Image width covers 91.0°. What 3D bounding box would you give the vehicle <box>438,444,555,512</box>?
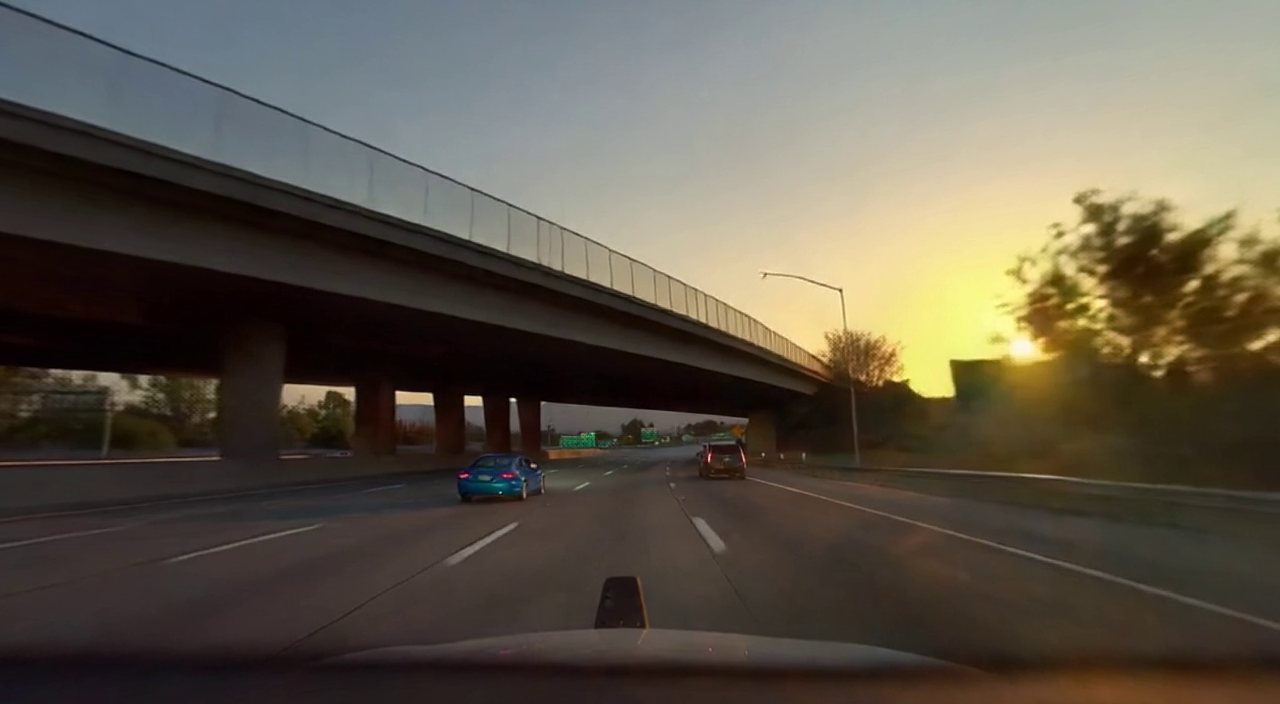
[{"bbox_3d":[-3.506,3.146,16.298,1.937,1.490,4.372,0,-9,1],"label":"vehicle"}]

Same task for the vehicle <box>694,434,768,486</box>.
[{"bbox_3d":[3.445,4.188,24.705,2.225,1.833,4.340,0,-9,0],"label":"vehicle"}]
